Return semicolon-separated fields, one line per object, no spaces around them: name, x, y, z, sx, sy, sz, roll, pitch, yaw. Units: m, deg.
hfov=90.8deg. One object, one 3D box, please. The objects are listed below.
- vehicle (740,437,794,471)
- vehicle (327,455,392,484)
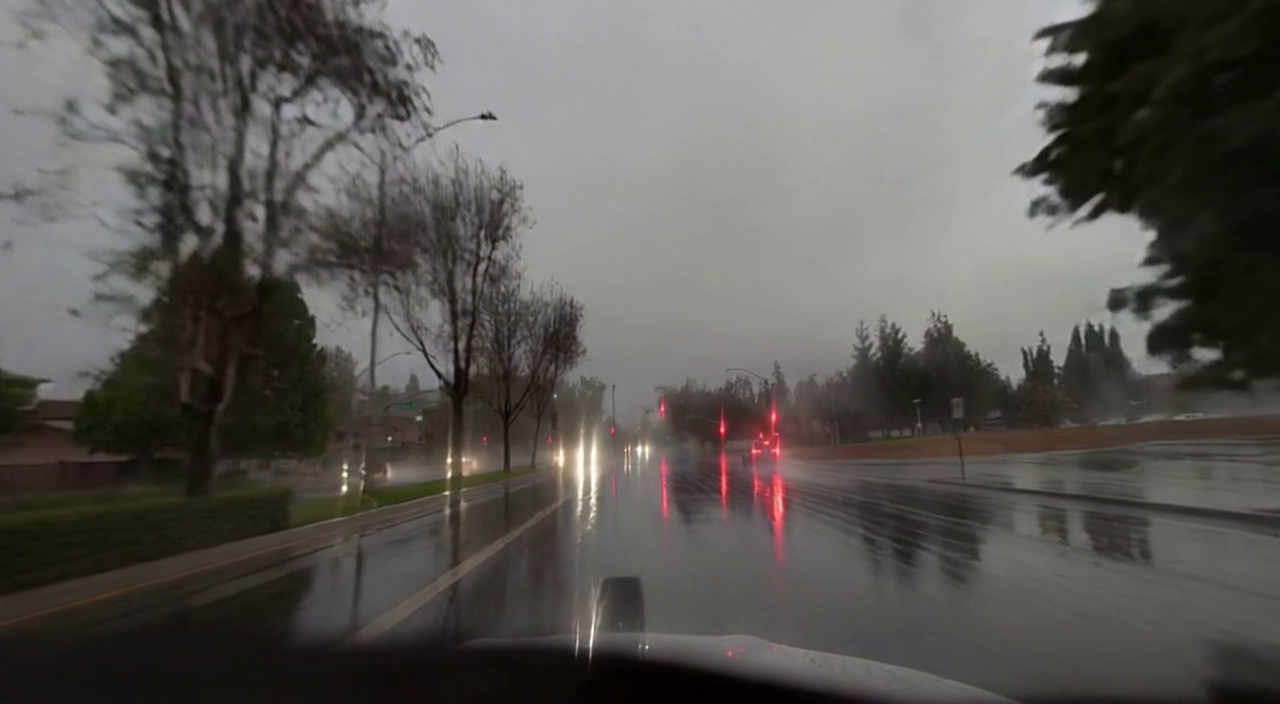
vehicle;6.970;5.643;35.112;2.011;1.710;4.357;0;-8;-1
vehicle;-17.626;7.395;39.942;1.883;1.583;4.342;-3;-9;4
